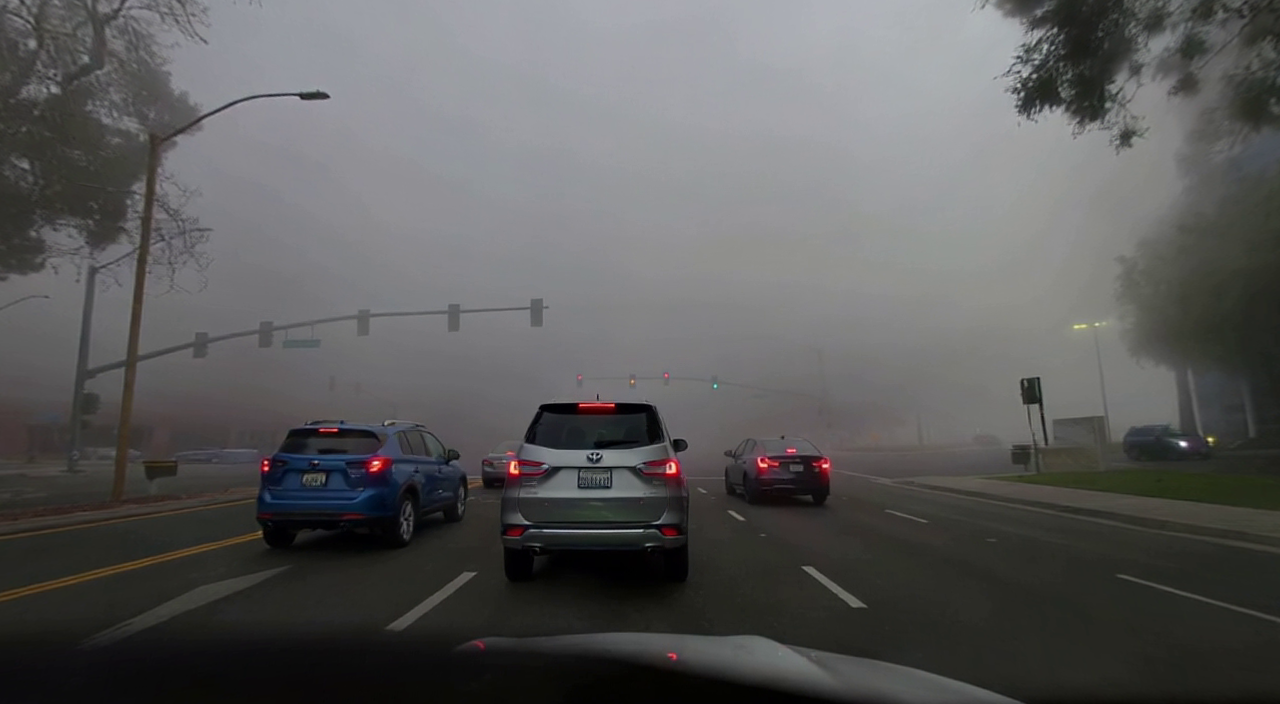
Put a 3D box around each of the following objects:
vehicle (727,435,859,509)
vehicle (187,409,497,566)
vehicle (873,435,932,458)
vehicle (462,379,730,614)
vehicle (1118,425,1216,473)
[{"bbox_3d":[3.450,2.790,15.145,2.121,1.494,4.208,0,-8,0],"label":"vehicle"},{"bbox_3d":[-3.722,1.789,9.096,2.160,1.666,4.583,0,-8,1],"label":"vehicle"},{"bbox_3d":[19.995,7.207,47.917,4.361,1.653,2.034,6,-10,-35],"label":"vehicle"},{"bbox_3d":[-0.335,1.433,7.103,2.064,1.817,4.298,0,-8,0],"label":"vehicle"},{"bbox_3d":[19.277,3.522,23.001,4.215,1.578,1.892,7,-11,-39],"label":"vehicle"}]
